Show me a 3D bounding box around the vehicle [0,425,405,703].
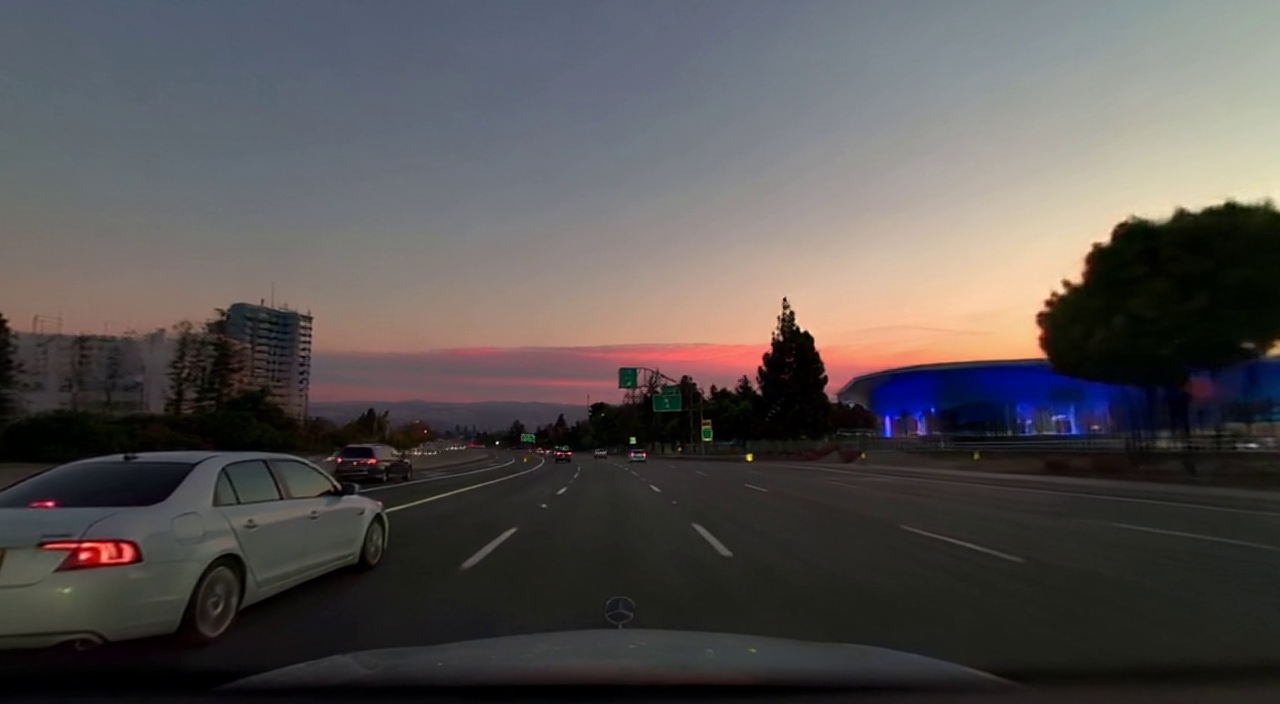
[{"bbox_3d":[-3.840,1.437,5.402,2.018,1.476,4.364,0,-8,-1],"label":"vehicle"}]
